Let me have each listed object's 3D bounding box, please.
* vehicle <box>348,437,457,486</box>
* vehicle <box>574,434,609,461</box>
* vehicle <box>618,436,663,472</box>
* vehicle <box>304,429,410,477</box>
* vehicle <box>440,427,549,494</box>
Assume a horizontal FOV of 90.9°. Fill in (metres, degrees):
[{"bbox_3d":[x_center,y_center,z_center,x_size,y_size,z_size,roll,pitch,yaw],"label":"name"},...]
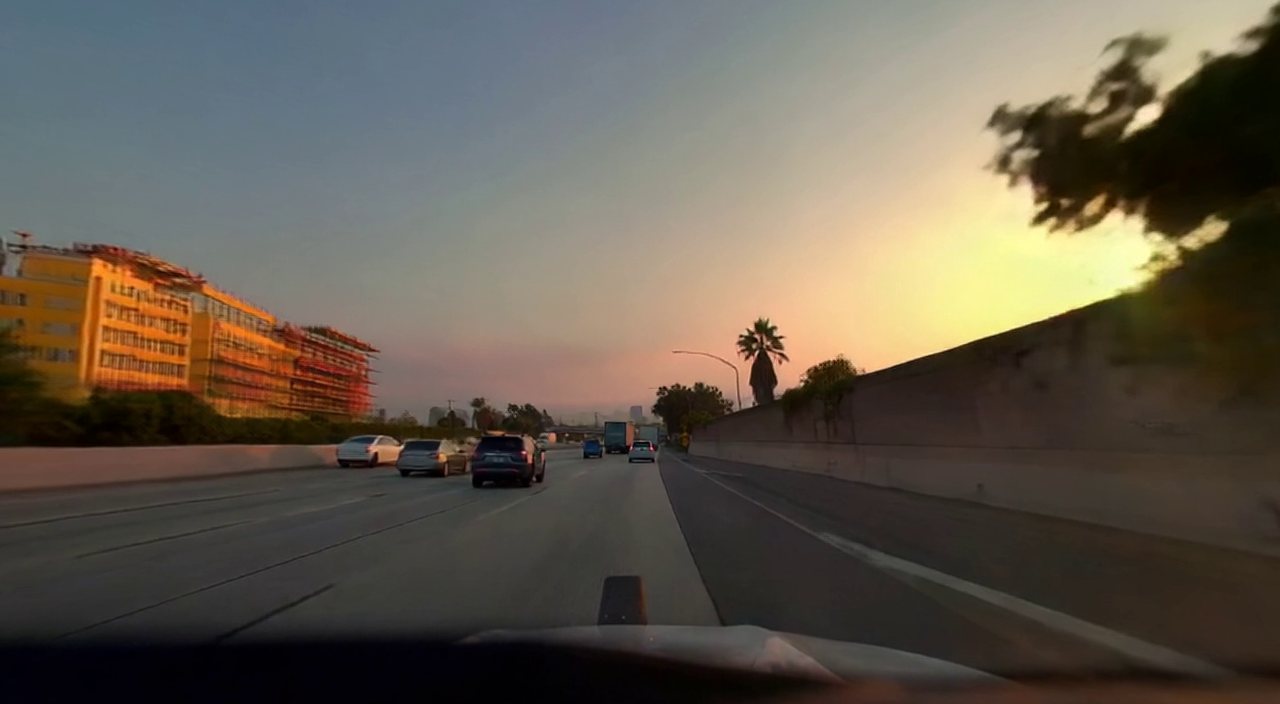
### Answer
[{"bbox_3d":[-7.953,3.683,21.595,1.949,1.476,4.410,0,-8,1],"label":"vehicle"},{"bbox_3d":[-3.674,7.374,48.791,2.203,1.958,4.848,0,-8,2],"label":"vehicle"},{"bbox_3d":[0.060,5.114,31.935,2.136,1.678,4.052,0,-8,1],"label":"vehicle"},{"bbox_3d":[-11.899,4.273,26.999,2.077,1.829,5.101,0,-8,1],"label":"vehicle"},{"bbox_3d":[-4.168,3.186,18.937,2.108,1.740,4.549,0,-8,1],"label":"vehicle"}]
